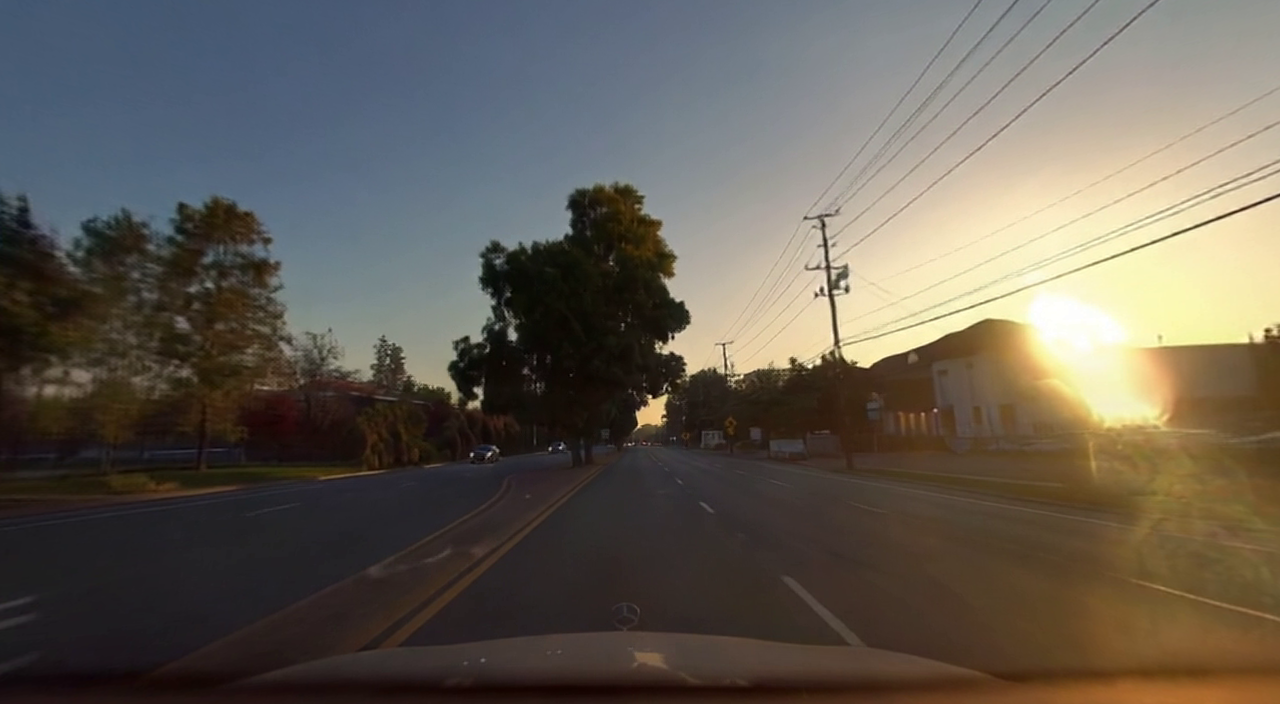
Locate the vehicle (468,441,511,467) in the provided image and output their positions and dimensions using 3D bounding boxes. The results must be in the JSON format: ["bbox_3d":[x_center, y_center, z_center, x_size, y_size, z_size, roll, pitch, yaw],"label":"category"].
[{"bbox_3d":[-10.675,7.262,45.115,1.923,1.702,4.387,0,-8,1],"label":"vehicle"}]
